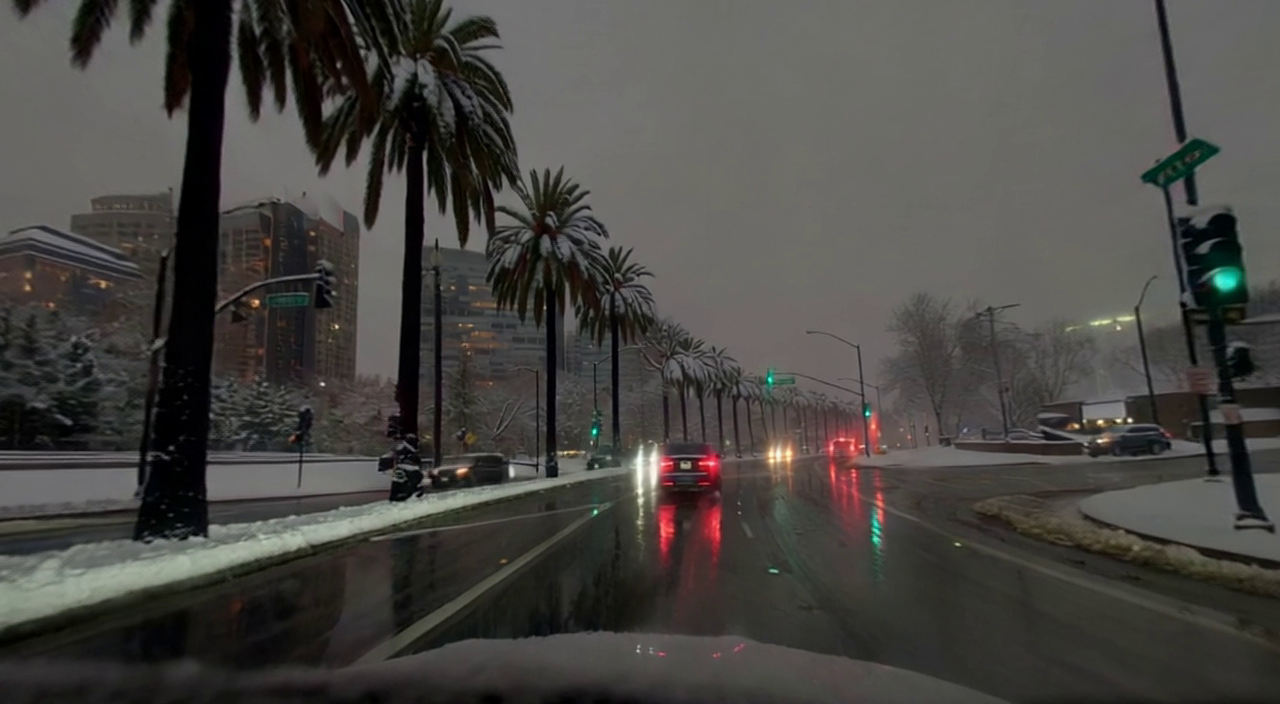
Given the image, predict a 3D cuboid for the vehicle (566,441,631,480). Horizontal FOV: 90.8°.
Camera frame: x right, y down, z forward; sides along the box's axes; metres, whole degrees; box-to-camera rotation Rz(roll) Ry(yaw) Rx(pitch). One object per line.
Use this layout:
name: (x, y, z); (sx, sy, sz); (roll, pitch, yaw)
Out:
vehicle: (-1.942, 5.278, 30.925); (2.013, 1.746, 4.366); (-2, -9, 13)

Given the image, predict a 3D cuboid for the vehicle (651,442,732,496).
vehicle: (1.714, 3.556, 19.608); (2.096, 1.492, 4.071); (-2, -9, 10)

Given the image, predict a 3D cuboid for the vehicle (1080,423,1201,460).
vehicle: (26.859, 4.818, 33.950); (5.049, 1.861, 2.081); (1, -9, -9)

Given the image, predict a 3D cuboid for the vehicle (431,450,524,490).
vehicle: (-6.682, 4.898, 26.638); (2.012, 1.467, 4.592); (-2, -9, 10)
